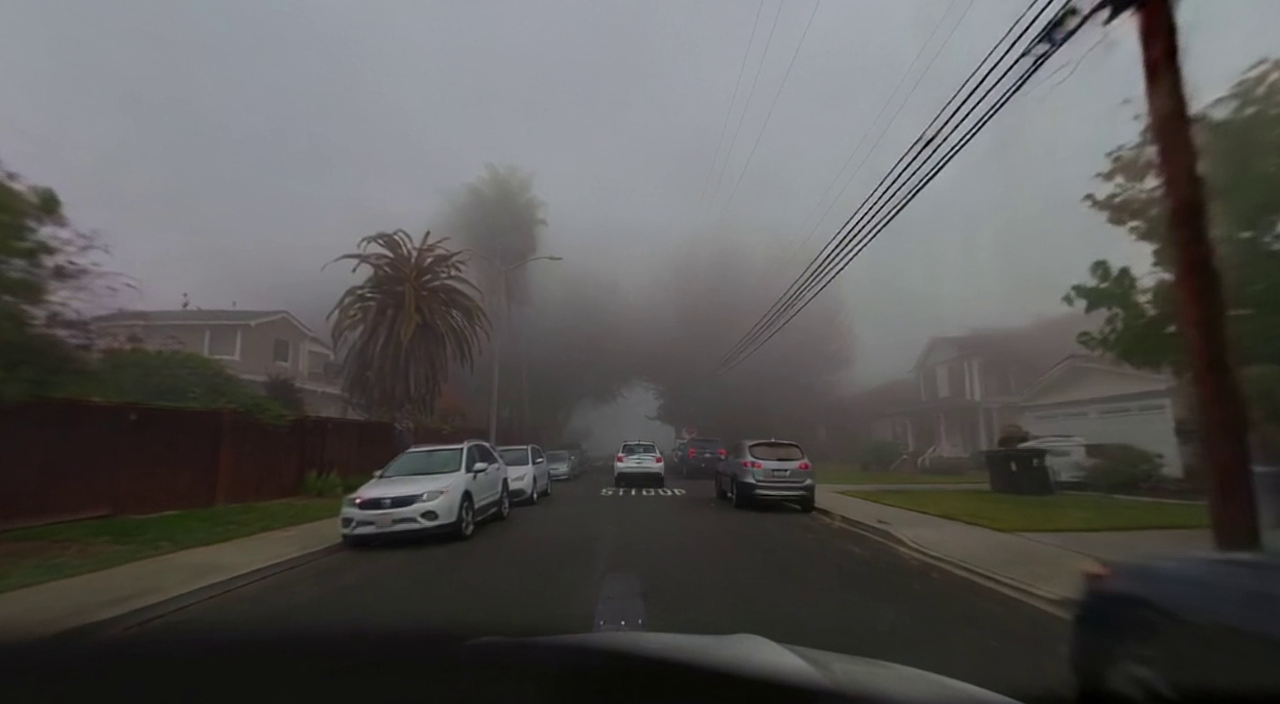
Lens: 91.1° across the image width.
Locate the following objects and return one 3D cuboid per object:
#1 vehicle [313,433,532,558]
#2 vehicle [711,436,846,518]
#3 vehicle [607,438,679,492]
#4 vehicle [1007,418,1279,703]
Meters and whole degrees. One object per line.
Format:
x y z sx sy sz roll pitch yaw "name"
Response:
-3.067 2.098 9.982 1.877 1.521 4.348 0 -8 1 "vehicle"
2.915 2.730 14.278 1.967 1.563 4.237 0 -8 -2 "vehicle"
0.068 3.501 19.811 2.010 1.499 4.107 0 -8 0 "vehicle"
2.856 0.797 0.863 1.961 1.481 4.494 0 -8 0 "vehicle"
